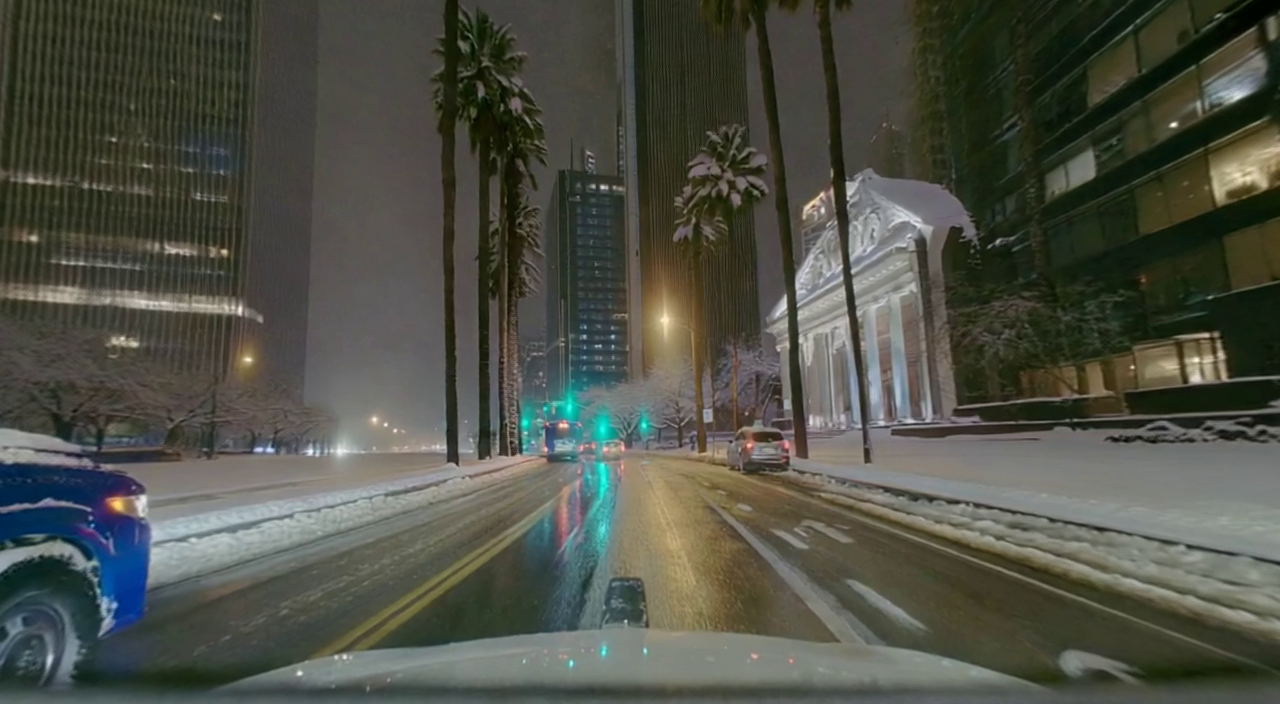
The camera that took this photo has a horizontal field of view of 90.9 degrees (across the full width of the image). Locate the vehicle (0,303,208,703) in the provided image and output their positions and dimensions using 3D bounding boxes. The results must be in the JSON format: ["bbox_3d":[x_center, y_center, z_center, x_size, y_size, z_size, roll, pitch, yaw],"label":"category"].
[{"bbox_3d":[-3.606,0.543,1.254,2.120,1.826,4.737,0,-8,0],"label":"vehicle"}]

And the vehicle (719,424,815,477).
[{"bbox_3d":[4.869,3.905,25.145,2.212,1.854,5.419,1,-8,-6],"label":"vehicle"}]

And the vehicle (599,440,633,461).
[{"bbox_3d":[-1.794,7.152,45.889,2.107,1.481,4.097,1,-8,-8],"label":"vehicle"}]

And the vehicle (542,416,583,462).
[{"bbox_3d":[-5.772,6.557,47.244,2.678,3.042,8.474,2,-9,-6],"label":"vehicle"}]
